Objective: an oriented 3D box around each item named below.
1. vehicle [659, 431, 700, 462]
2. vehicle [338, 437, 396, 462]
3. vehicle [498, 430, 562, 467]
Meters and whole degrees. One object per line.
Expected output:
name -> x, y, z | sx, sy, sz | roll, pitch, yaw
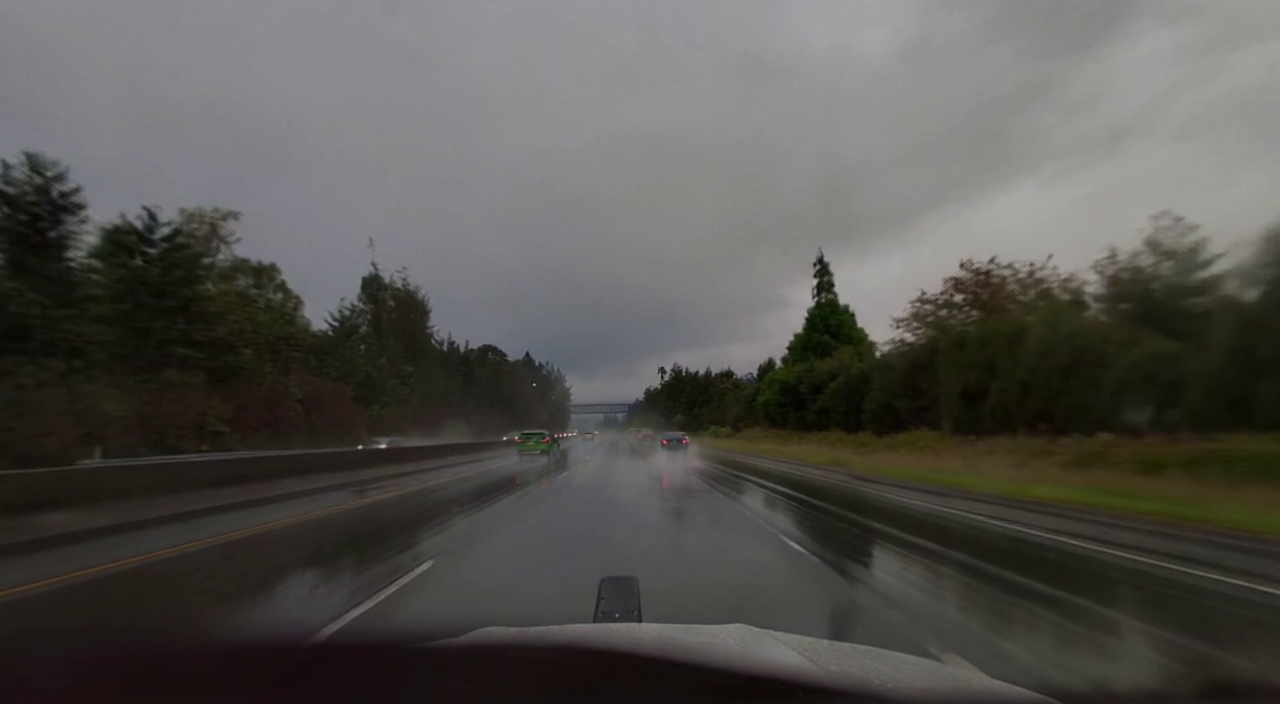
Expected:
vehicle -> 1.942, 4.751, 31.898 | 1.869, 1.466, 3.356 | 0, -7, 0
vehicle -> -16.973, 6.074, 39.389 | 1.790, 1.453, 4.155 | 0, -8, -1
vehicle -> -4.770, 4.238, 28.060 | 2.023, 1.512, 4.804 | 0, -7, 0
